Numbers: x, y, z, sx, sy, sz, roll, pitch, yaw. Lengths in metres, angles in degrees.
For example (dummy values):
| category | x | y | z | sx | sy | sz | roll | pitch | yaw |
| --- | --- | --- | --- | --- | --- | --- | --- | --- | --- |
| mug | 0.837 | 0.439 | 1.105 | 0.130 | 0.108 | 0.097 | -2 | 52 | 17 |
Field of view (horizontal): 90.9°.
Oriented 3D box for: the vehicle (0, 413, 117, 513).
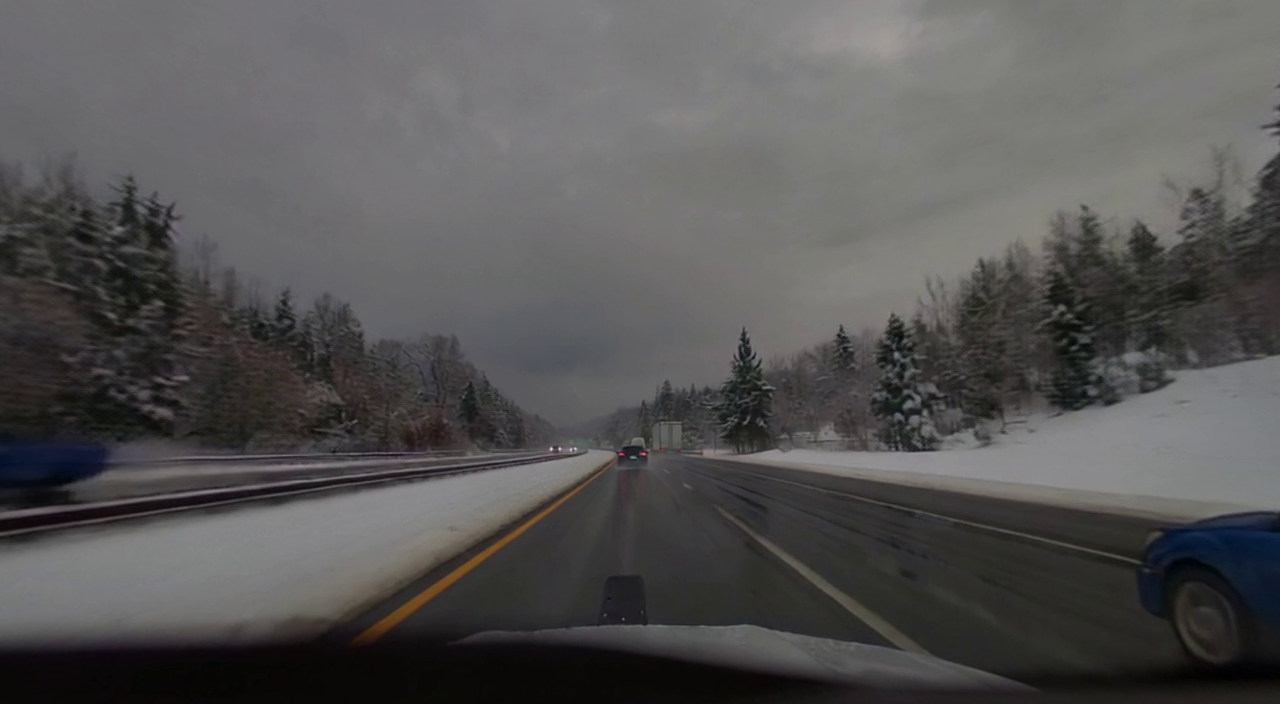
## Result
| category | x | y | z | sx | sy | sz | roll | pitch | yaw |
| --- | --- | --- | --- | --- | --- | --- | --- | --- | --- |
| vehicle | -12.141 | 1.943 | 10.975 | 1.994 | 1.729 | 4.652 | 0 | -9 | 0 |

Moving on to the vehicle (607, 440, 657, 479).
| category | x | y | z | sx | sy | sz | roll | pitch | yaw |
| --- | --- | --- | --- | --- | --- | --- | --- | --- | --- |
| vehicle | -0.371 | 5.083 | 30.014 | 2.190 | 1.706 | 4.062 | 0 | -9 | 0 |
